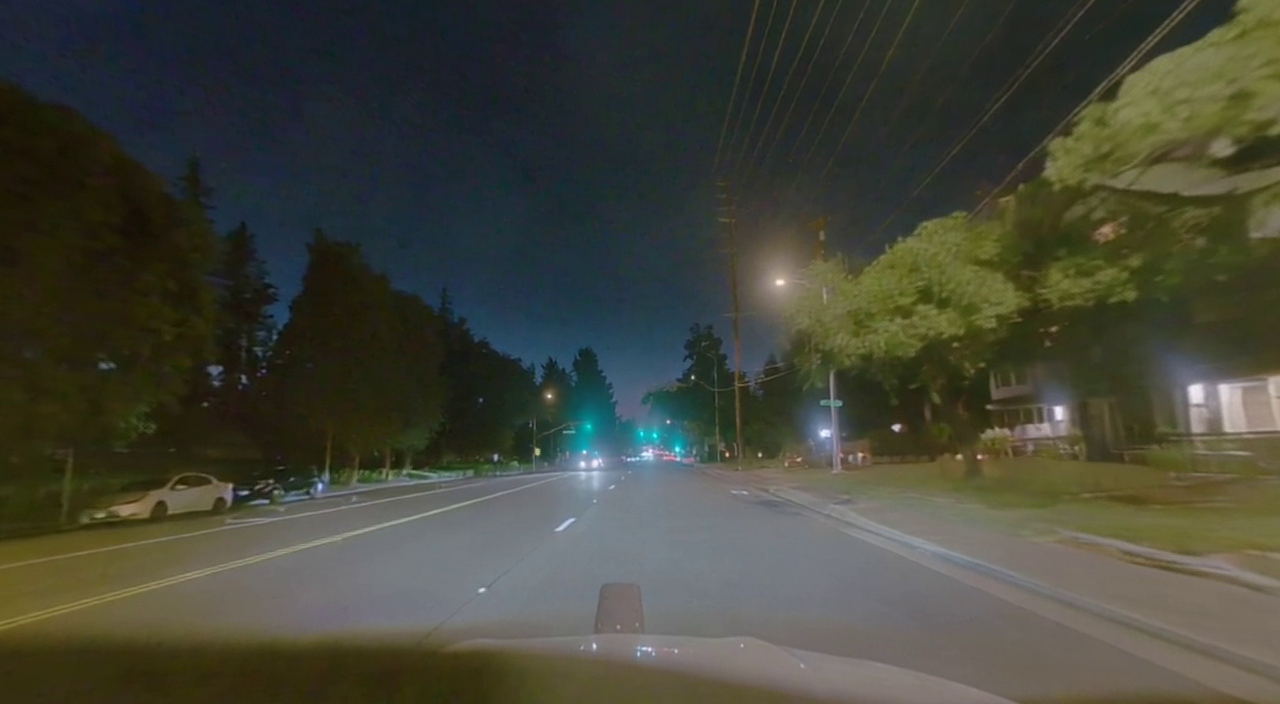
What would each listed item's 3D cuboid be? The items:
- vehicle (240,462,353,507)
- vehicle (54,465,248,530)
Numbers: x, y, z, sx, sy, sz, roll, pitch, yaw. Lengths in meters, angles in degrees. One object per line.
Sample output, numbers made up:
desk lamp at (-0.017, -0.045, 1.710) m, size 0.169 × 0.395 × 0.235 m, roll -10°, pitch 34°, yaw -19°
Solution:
vehicle at (-13.437, 5.196, 25.072) m, size 1.863 × 1.481 × 4.363 m, roll -3°, pitch -9°, yaw 3°
vehicle at (-13.675, 4.043, 18.085) m, size 1.936 × 1.489 × 4.311 m, roll -1°, pitch -9°, yaw 3°
